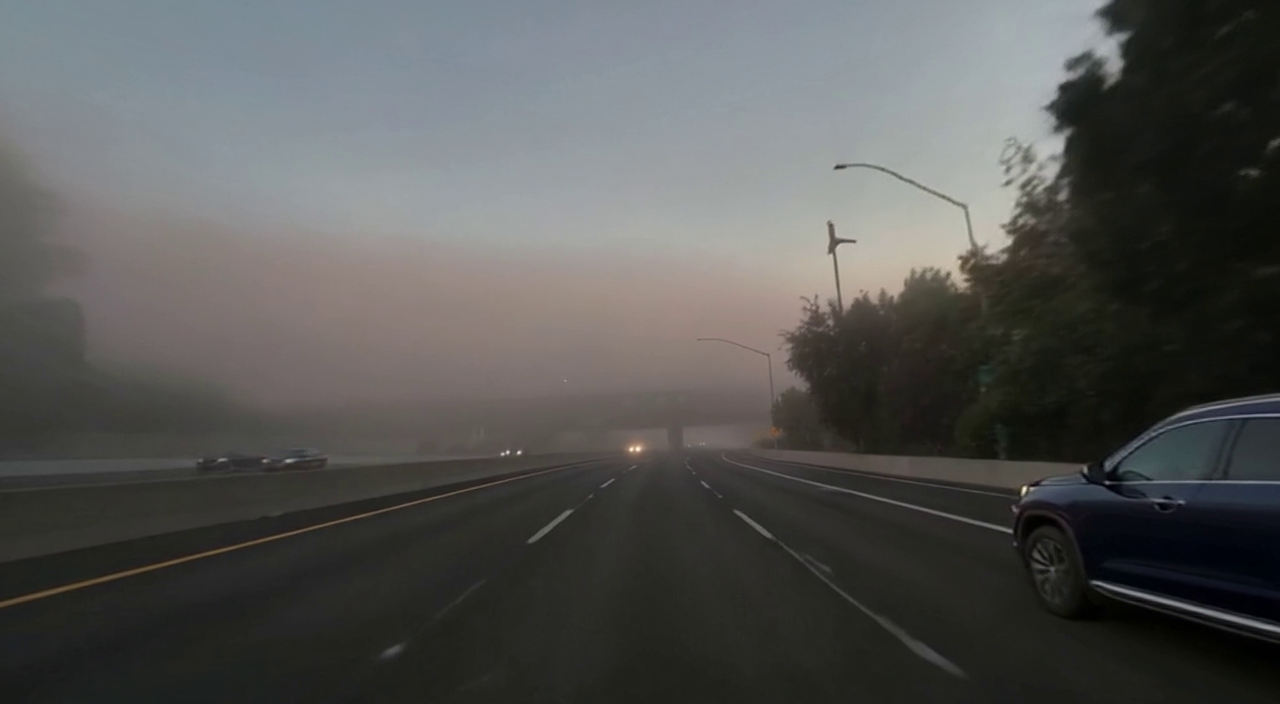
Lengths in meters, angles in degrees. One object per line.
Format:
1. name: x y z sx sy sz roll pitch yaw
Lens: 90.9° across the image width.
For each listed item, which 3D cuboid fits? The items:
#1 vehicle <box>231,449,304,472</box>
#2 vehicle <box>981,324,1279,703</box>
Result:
1. vehicle: -26.173 7.614 44.531 1.880 1.478 4.739 -1 -8 7
2. vehicle: 3.729 0.761 2.724 2.019 1.732 4.579 0 -8 2
